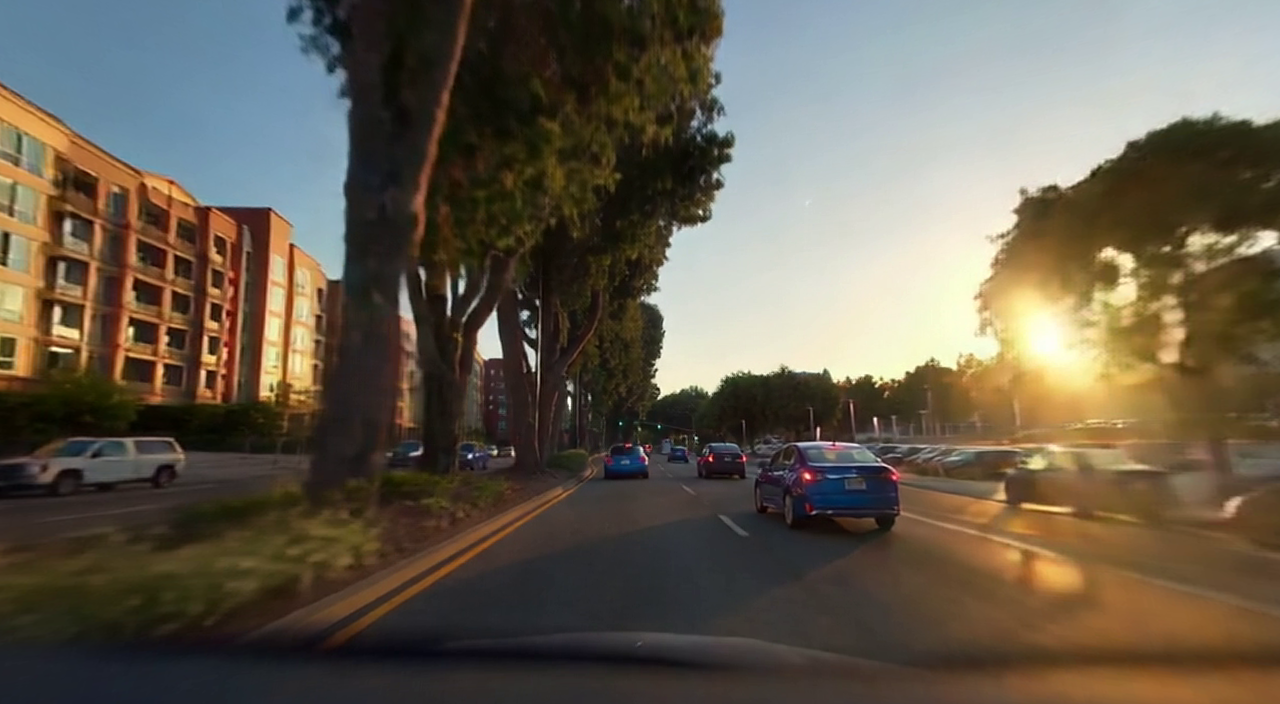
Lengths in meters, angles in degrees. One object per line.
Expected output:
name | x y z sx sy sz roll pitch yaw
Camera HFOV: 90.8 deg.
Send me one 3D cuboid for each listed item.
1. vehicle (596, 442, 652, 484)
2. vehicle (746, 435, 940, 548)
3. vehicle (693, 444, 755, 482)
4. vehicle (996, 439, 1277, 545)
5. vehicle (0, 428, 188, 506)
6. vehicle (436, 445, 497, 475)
vehicle | -0.594 4.244 24.458 1.994 1.479 3.647 0 -9 0
vehicle | 3.062 2.176 10.482 1.852 1.498 3.825 0 -9 -1
vehicle | 3.377 4.532 26.108 1.908 1.453 4.230 0 -9 -1
vehicle | 8.776 2.453 11.921 2.127 1.546 4.828 -2 -9 11
vehicle | -15.940 3.209 18.037 2.108 1.876 5.260 0 -9 0
vehicle | -9.033 5.633 33.227 1.943 1.483 4.439 0 -9 0
